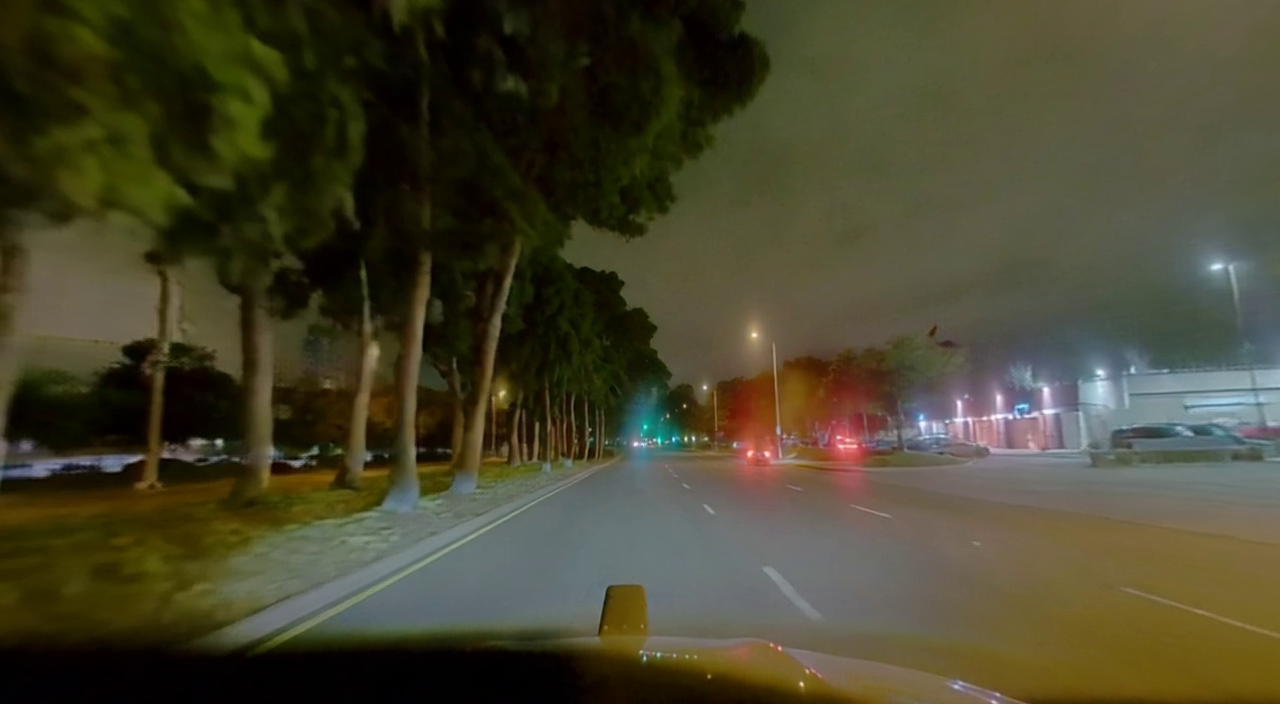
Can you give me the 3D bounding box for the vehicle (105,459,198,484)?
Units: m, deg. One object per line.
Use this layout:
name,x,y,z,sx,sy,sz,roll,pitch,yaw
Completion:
vehicle,-31.188,7.617,40.413,4.320,1.463,1.827,4,-9,-25
